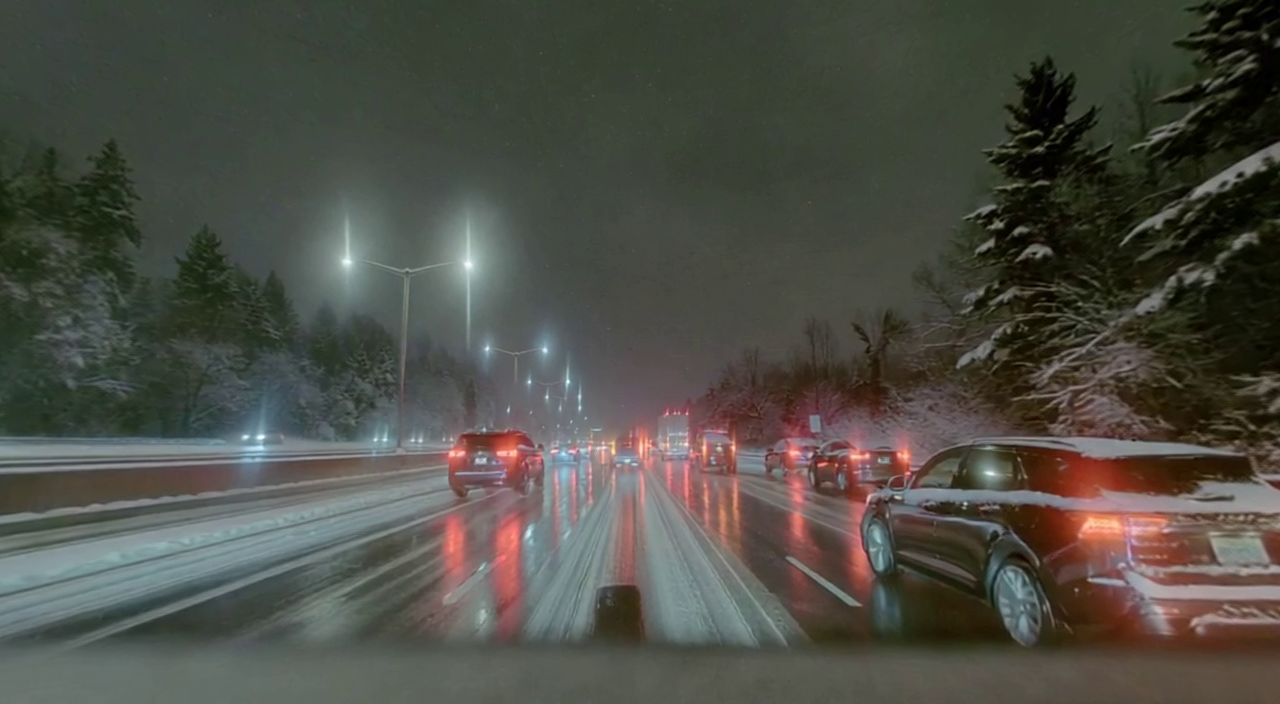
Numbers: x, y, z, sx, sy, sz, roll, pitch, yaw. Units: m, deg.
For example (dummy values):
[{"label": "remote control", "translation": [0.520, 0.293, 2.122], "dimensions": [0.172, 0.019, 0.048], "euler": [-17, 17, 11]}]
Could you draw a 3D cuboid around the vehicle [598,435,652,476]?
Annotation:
[{"label": "vehicle", "translation": [-0.656, 4.612, 28.306], "dimensions": [2.235, 1.682, 4.094], "euler": [0, -9, -1]}]

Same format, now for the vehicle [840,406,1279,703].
[{"label": "vehicle", "translation": [3.223, 1.299, 4.685], "dimensions": [2.031, 1.504, 4.327], "euler": [0, -9, 0]}]

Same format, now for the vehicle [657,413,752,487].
[{"label": "vehicle", "translation": [3.082, 5.306, 34.632], "dimensions": [3.426, 3.279, 12.313], "euler": [1, -8, -2]}]

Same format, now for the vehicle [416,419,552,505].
[{"label": "vehicle", "translation": [-3.643, 2.701, 15.823], "dimensions": [2.176, 1.783, 4.799], "euler": [0, -9, 0]}]
